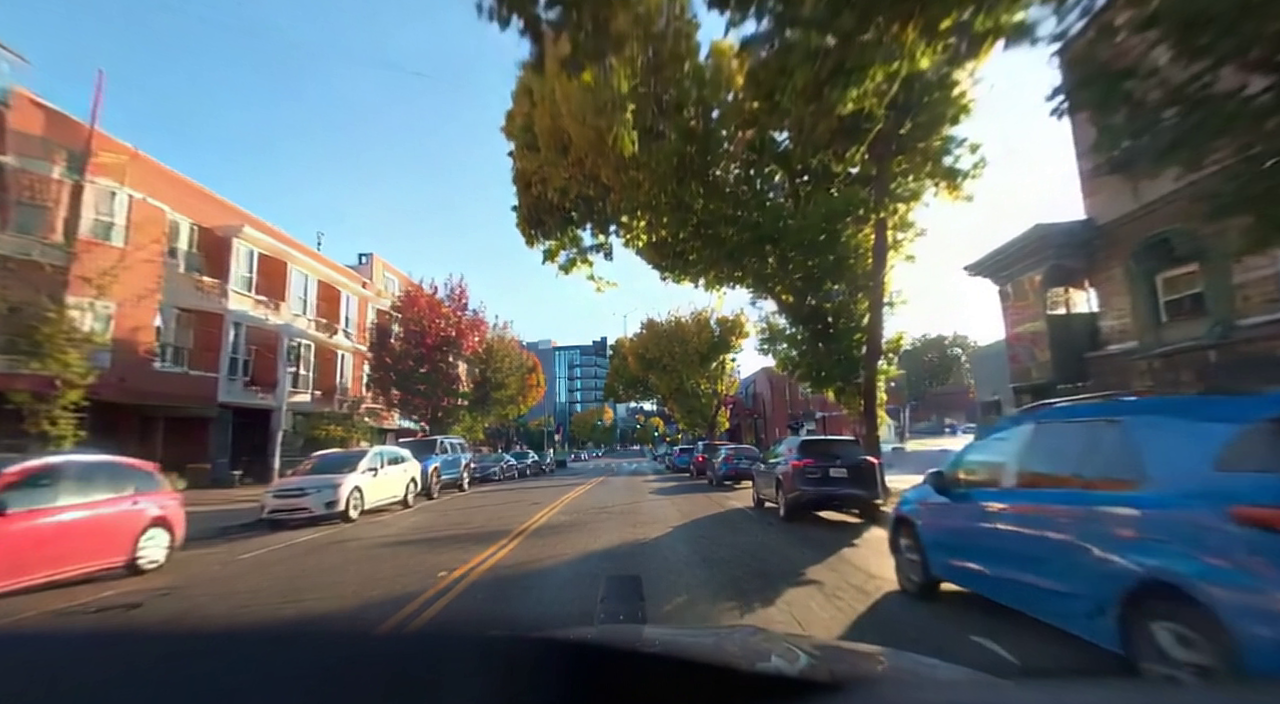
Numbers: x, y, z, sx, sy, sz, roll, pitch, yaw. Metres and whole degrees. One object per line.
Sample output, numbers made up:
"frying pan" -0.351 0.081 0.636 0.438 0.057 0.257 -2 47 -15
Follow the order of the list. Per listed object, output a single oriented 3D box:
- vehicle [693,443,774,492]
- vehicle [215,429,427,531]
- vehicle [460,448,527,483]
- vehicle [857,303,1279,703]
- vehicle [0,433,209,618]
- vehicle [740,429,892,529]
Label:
"vehicle" 3.062 3.909 21.761 1.908 1.461 4.873 0 -9 -2
"vehicle" -6.699 2.726 14.083 2.224 1.849 4.772 0 -9 0
"vehicle" -6.702 5.223 29.398 1.913 1.479 4.714 0 -9 1
"vehicle" 3.289 0.981 3.837 2.118 1.793 4.885 0 -9 -1
"vehicle" -6.770 1.674 6.352 1.938 1.654 4.130 0 -9 0
"vehicle" 3.307 2.465 12.777 1.828 1.664 4.035 0 -9 -1
